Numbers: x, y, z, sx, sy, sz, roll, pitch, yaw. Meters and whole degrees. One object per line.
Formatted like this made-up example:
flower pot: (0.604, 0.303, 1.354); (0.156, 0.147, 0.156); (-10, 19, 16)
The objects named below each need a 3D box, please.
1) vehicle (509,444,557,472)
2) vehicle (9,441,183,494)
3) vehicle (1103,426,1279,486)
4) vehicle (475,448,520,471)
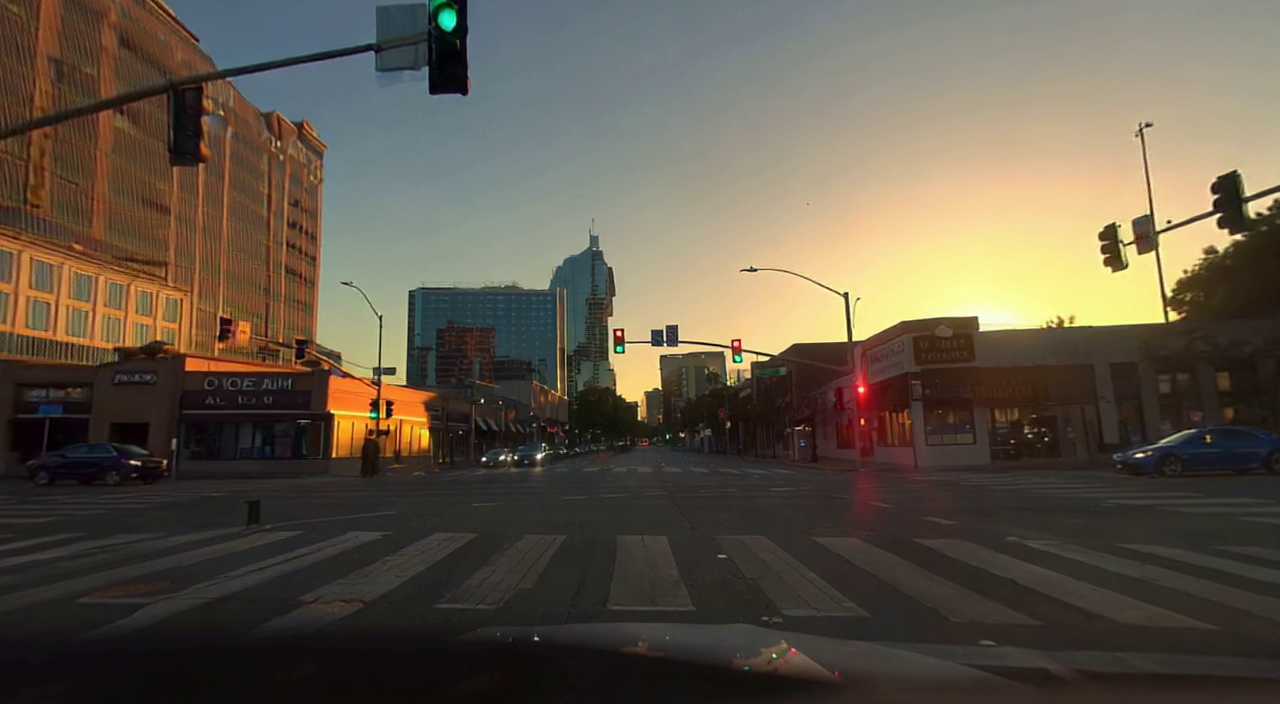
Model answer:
vehicle: (-6.808, 6.774, 40.665); (2.181, 1.703, 4.512); (-1, -8, 2)
vehicle: (-21.160, 4.473, 24.698); (5.161, 1.910, 2.275); (-2, -9, 11)
vehicle: (15.418, 2.740, 16.698); (4.651, 1.463, 1.880); (-2, -9, 8)
vehicle: (-9.850, 7.446, 44.035); (2.106, 1.505, 4.228); (0, -8, 0)
